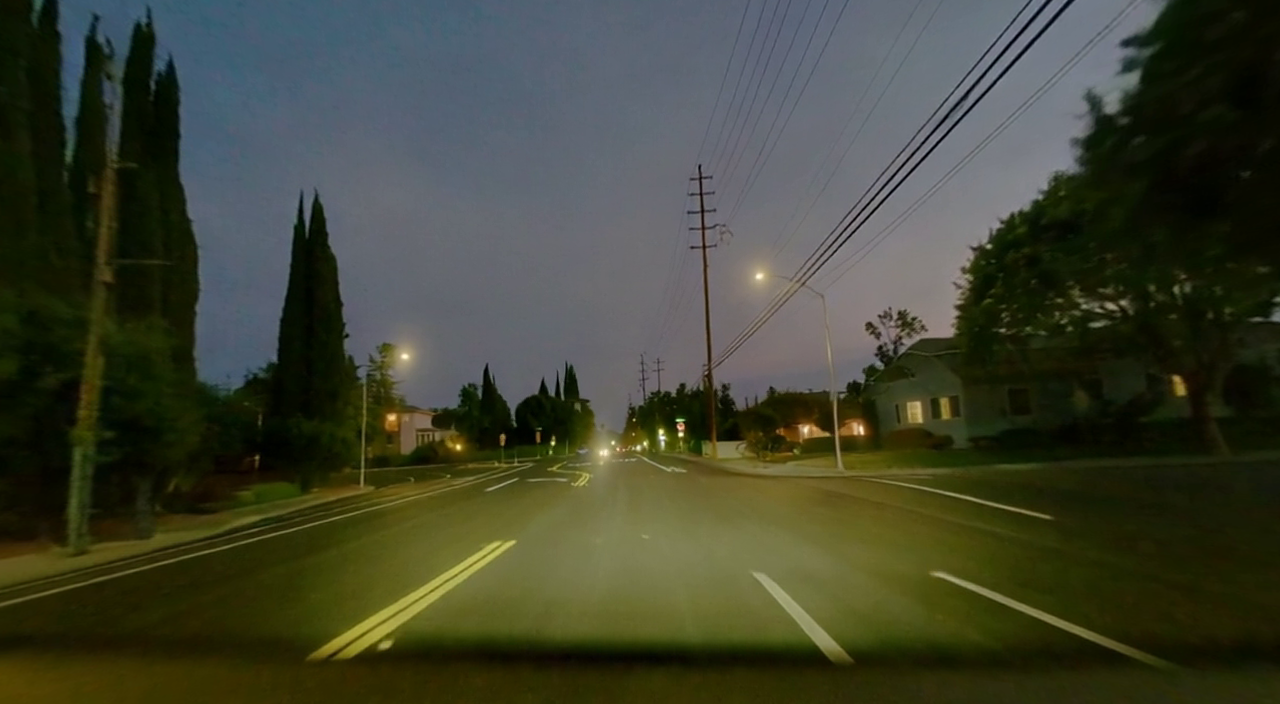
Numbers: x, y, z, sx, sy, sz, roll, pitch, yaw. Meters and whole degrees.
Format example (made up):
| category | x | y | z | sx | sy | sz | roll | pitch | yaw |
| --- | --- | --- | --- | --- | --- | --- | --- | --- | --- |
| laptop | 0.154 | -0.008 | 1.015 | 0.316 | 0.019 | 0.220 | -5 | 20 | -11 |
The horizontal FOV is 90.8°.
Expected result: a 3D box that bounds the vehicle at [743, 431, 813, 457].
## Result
| category | x | y | z | sx | sy | sz | roll | pitch | yaw |
| --- | --- | --- | --- | --- | --- | --- | --- | --- | --- |
| vehicle | 9.904 | 6.665 | 45.596 | 4.544 | 1.807 | 2.204 | 0 | -9 | 2 |
